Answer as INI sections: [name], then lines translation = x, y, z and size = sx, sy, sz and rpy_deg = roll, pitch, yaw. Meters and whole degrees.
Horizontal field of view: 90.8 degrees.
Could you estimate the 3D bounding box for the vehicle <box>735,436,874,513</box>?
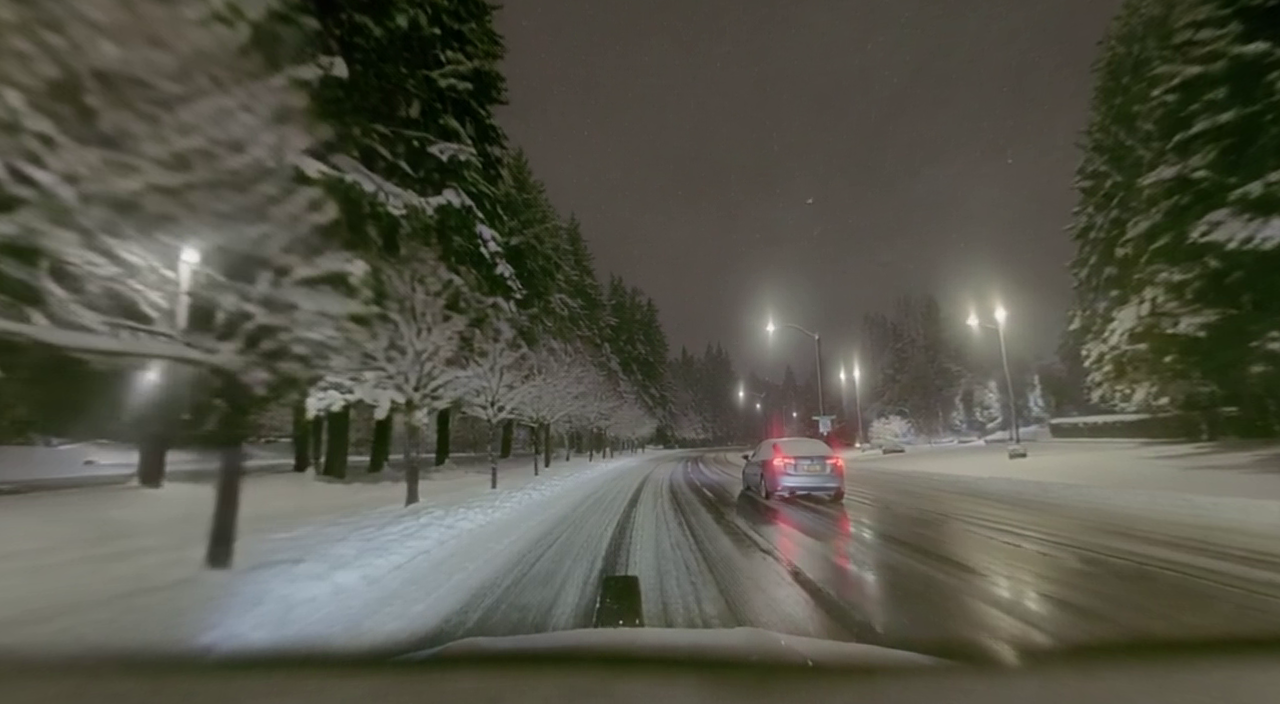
[vehicle]
translation = 3.553, 2.722, 14.604
size = 1.928, 1.481, 4.453
rpy_deg = 0, -8, -1
